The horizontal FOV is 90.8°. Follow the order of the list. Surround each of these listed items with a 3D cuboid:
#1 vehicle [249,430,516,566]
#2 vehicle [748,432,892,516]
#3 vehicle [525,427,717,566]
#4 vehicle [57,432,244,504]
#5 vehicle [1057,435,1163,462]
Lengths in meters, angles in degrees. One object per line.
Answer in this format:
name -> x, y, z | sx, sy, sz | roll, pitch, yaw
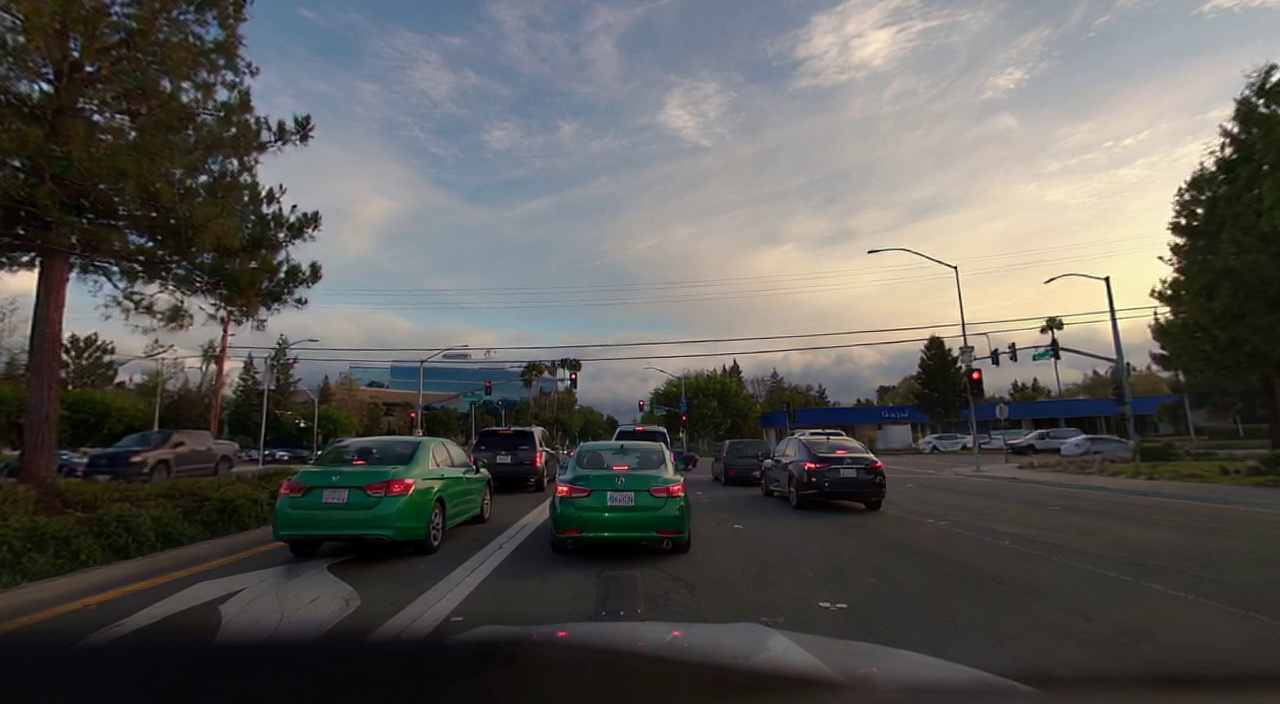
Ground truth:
vehicle -> -3.201, 1.883, 8.948 | 1.917, 1.441, 4.128 | -1, -8, 2
vehicle -> 3.553, 2.462, 13.262 | 1.880, 1.476, 3.932 | 0, -8, 1
vehicle -> -0.209, 1.823, 8.703 | 2.041, 1.450, 3.847 | 0, -8, 0
vehicle -> -13.302, 3.148, 17.634 | 2.082, 1.704, 4.488 | 1, -8, -8
vehicle -> 30.808, 6.348, 41.634 | 5.265, 1.702, 1.930 | -5, -9, 28
